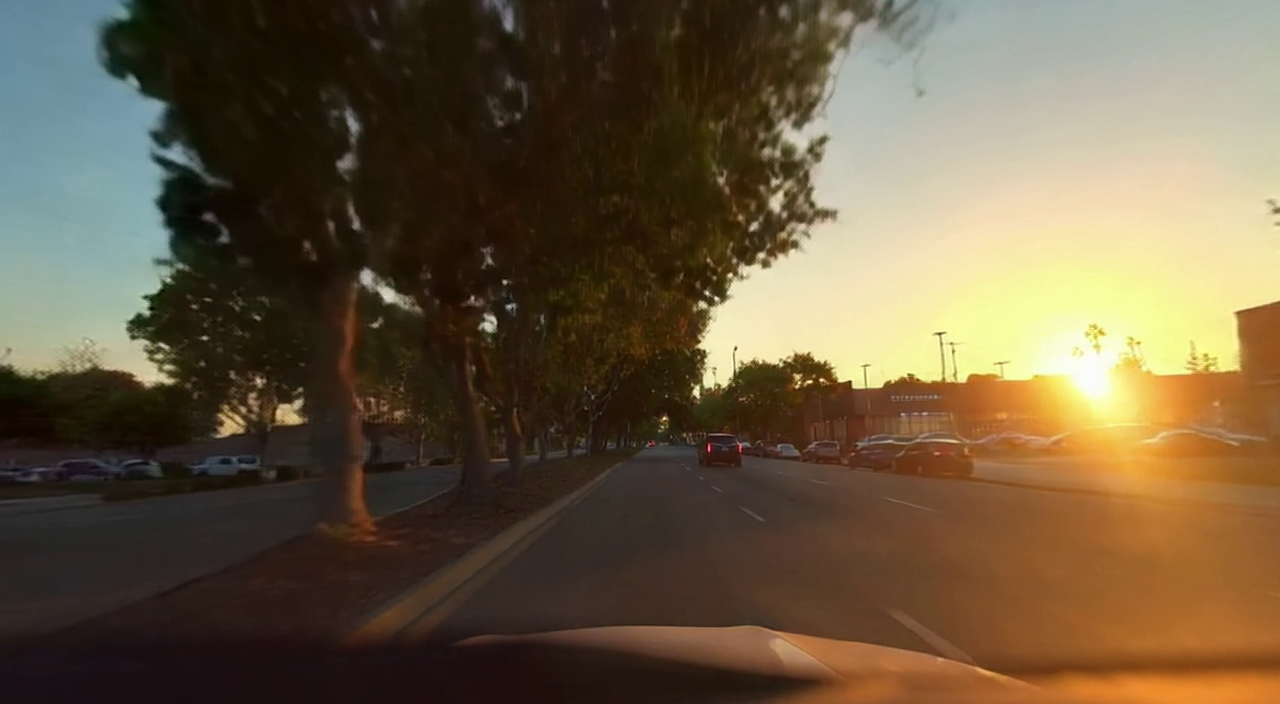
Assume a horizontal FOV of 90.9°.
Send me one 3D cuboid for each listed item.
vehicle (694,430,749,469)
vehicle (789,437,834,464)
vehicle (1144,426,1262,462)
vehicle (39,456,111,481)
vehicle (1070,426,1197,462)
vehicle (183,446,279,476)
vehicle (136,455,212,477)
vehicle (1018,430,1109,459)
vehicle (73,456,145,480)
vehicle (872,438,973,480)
[{"bbox_3d":[4.129,5.039,32.788,2.183,1.845,4.482,0,-8,-1],"label":"vehicle"},{"bbox_3d":[11.240,6.462,41.492,1.958,1.654,4.258,-1,-8,3],"label":"vehicle"},{"bbox_3d":[25.859,4.196,29.127,1.868,1.500,3.853,-2,-7,1],"label":"vehicle"},{"bbox_3d":[-41.607,8.554,46.529,1.865,1.513,3.835,-1,-6,-3],"label":"vehicle"},{"bbox_3d":[23.013,4.333,29.724,1.926,1.503,4.994,0,-8,0],"label":"vehicle"},{"bbox_3d":[-27.018,7.183,41.775,4.874,1.859,2.019,0,-8,-2],"label":"vehicle"},{"bbox_3d":[-34.638,8.487,47.006,1.863,1.462,4.759,-1,-8,3],"label":"vehicle"},{"bbox_3d":[23.320,5.134,34.964,1.858,1.463,4.703,0,-8,1],"label":"vehicle"},{"bbox_3d":[-38.813,8.475,46.172,1.851,1.522,4.038,-1,-7,-1],"label":"vehicle"},{"bbox_3d":[10.901,4.128,24.726,1.842,1.474,4.456,0,-8,0],"label":"vehicle"}]
